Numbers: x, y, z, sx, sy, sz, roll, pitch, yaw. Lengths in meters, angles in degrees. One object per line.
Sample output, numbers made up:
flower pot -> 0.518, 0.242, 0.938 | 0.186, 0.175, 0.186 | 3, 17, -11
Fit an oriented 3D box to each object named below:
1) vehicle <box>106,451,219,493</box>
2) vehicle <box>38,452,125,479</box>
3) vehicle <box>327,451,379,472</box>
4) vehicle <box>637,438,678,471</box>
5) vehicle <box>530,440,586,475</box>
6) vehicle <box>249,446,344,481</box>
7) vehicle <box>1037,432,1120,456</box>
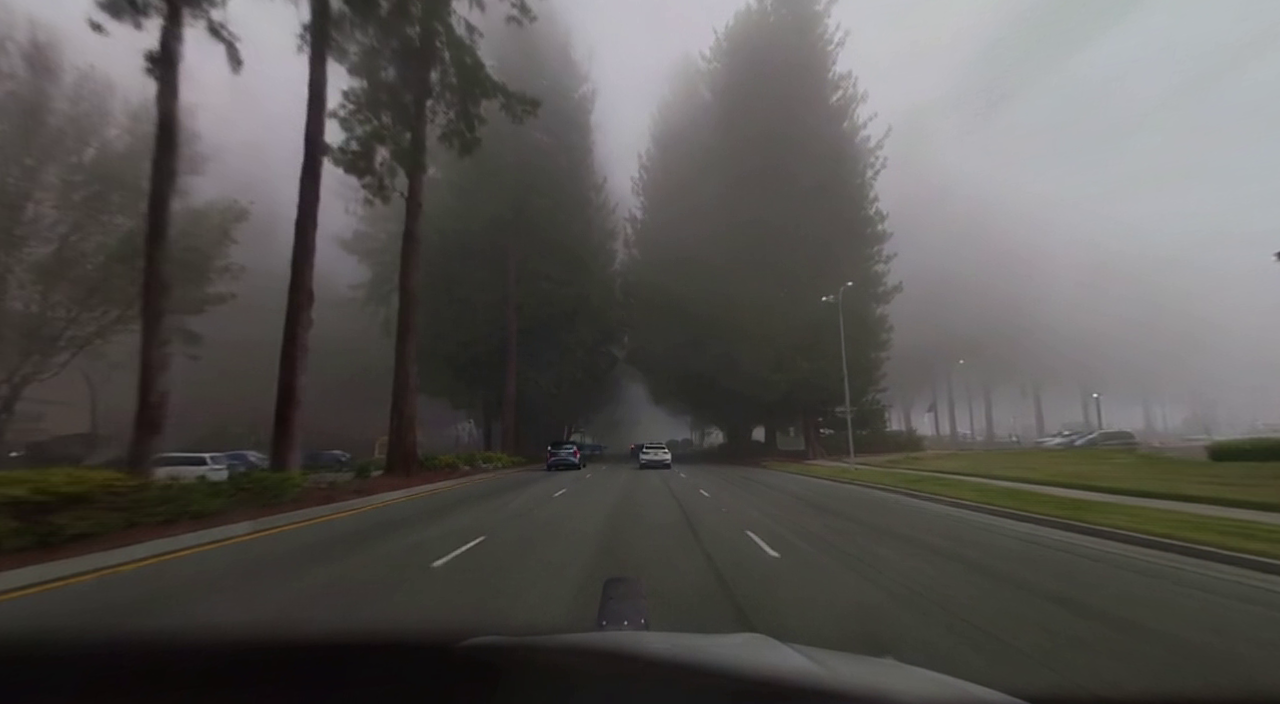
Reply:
vehicle -> -22.862, 5.736, 30.467 | 1.887, 1.801, 4.587 | 0, -8, -1
vehicle -> -44.135, 8.960, 49.892 | 4.856, 1.971, 2.163 | 0, -8, 2
vehicle -> -22.450, 8.565, 49.543 | 1.849, 1.568, 4.397 | 0, -8, 2
vehicle -> 0.843, 5.203, 32.188 | 1.922, 1.579, 3.642 | 0, -8, -1
vehicle -> -3.703, 4.853, 29.262 | 1.908, 1.481, 4.536 | 0, -8, 1
vehicle -> -18.562, 6.000, 34.413 | 2.021, 1.732, 5.410 | 0, -8, 1
vehicle -> 32.917, 6.905, 47.411 | 4.458, 1.761, 2.424 | 0, -8, -4
